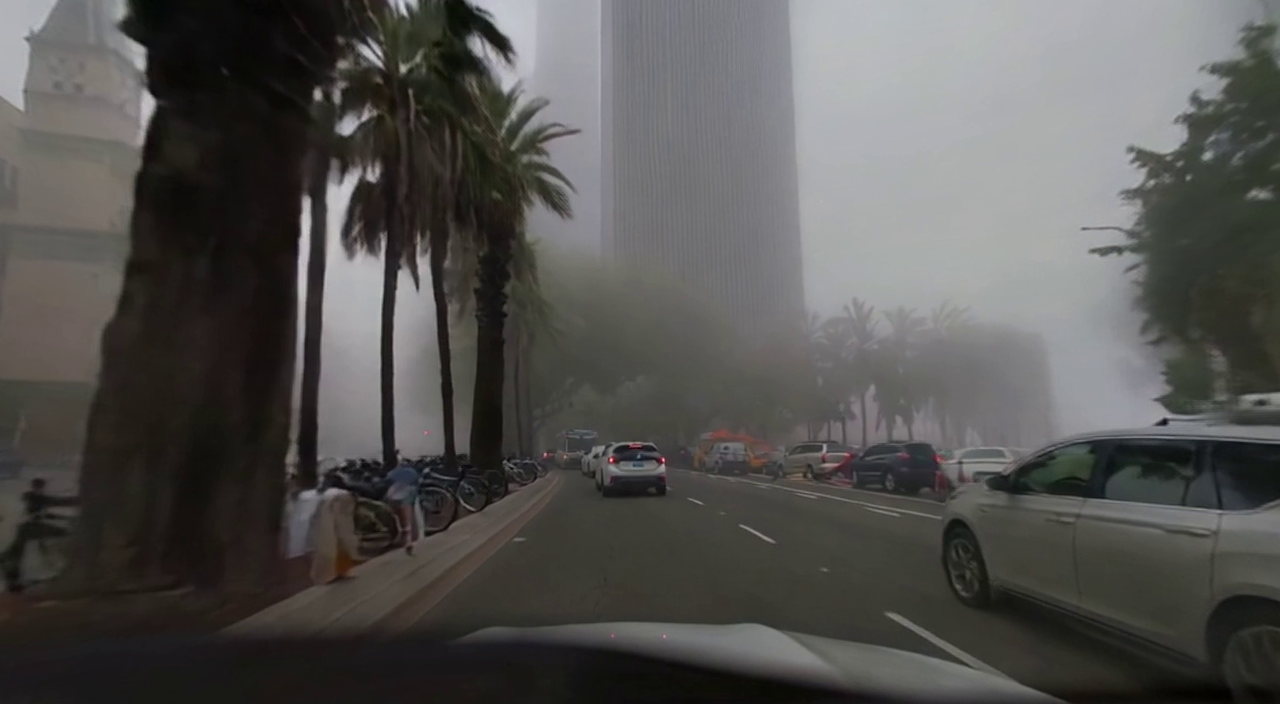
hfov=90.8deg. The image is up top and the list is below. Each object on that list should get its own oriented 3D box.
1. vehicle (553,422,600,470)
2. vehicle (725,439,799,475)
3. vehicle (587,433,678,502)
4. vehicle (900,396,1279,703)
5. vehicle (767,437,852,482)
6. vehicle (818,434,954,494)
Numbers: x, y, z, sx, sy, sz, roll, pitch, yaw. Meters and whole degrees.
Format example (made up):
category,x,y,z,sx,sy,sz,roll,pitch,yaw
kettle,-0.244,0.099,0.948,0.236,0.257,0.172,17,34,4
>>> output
category,x,y,z,sx,sy,sz,roll,pitch,yaw
vehicle,-4.216,6.143,41.312,2.400,2.872,6.053,1,-9,-12
vehicle,6.003,5.252,31.857,1.945,1.623,5.013,1,-9,-10
vehicle,-0.324,3.063,17.131,2.111,1.605,3.832,1,-9,-6
vehicle,3.627,1.083,3.564,2.116,1.500,4.702,0,-9,-3
vehicle,6.881,4.414,26.200,1.860,1.684,4.211,1,-9,-8
vehicle,7.514,3.471,19.919,2.067,1.641,4.569,1,-9,-5
